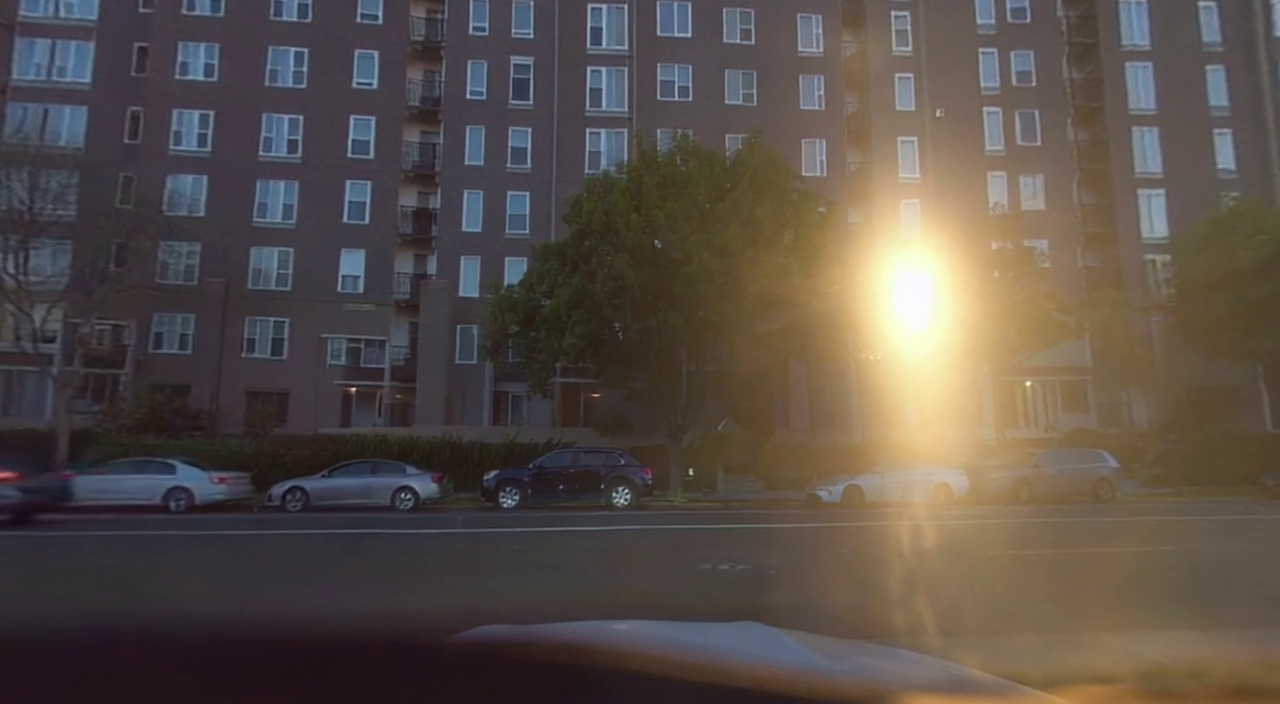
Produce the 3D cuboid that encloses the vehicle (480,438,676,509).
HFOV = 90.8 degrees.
[{"bbox_3d":[-1.793,3.475,18.213,5.299,1.860,2.098,2,-11,-10],"label":"vehicle"}]

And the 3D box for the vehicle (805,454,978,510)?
[{"bbox_3d":[7.560,3.899,19.174,4.521,1.411,1.726,0,-9,-9],"label":"vehicle"}]

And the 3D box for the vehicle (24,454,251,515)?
[{"bbox_3d":[-13.186,3.477,16.863,4.336,1.438,1.776,1,-8,-8],"label":"vehicle"}]

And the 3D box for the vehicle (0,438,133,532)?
[{"bbox_3d":[-11.985,2.276,11.030,4.396,1.501,1.955,1,-9,-7],"label":"vehicle"}]

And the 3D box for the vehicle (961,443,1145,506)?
[{"bbox_3d":[13.048,3.827,20.127,4.544,1.780,1.966,0,-8,-6],"label":"vehicle"}]

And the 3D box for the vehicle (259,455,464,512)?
[{"bbox_3d":[-7.523,3.631,17.549,4.851,1.339,1.785,0,-12,-7],"label":"vehicle"}]
